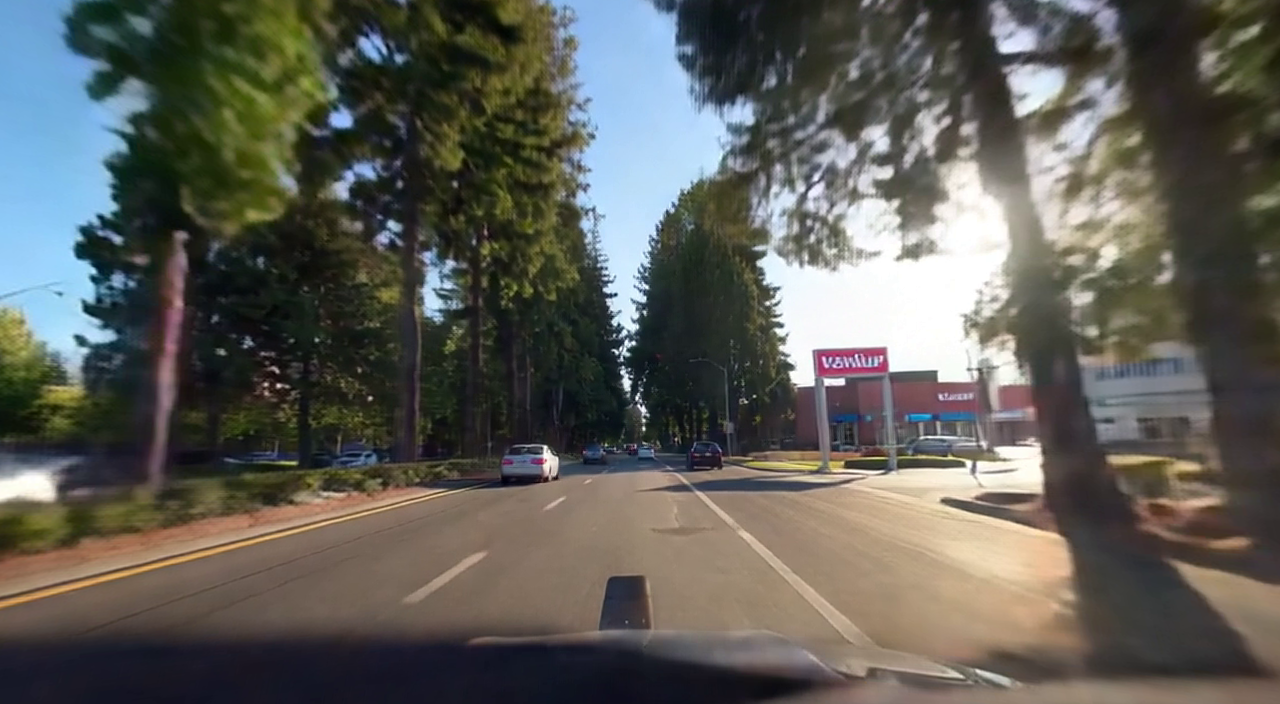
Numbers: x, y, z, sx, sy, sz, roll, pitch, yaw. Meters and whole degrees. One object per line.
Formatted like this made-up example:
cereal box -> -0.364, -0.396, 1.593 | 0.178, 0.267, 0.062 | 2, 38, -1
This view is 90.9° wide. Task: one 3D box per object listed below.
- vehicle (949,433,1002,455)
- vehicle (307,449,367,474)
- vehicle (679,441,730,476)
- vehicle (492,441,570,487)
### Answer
vehicle -> 26.275, 7.196, 49.567 | 1.677, 1.591, 4.298 | -1, -8, -2
vehicle -> -22.807, 8.262, 47.647 | 2.040, 1.757, 4.730 | 0, -9, 1
vehicle -> 3.033, 5.085, 30.321 | 1.922, 1.579, 3.642 | 0, -9, -2
vehicle -> -3.766, 3.973, 22.655 | 1.908, 1.481, 4.536 | 0, -9, 1
